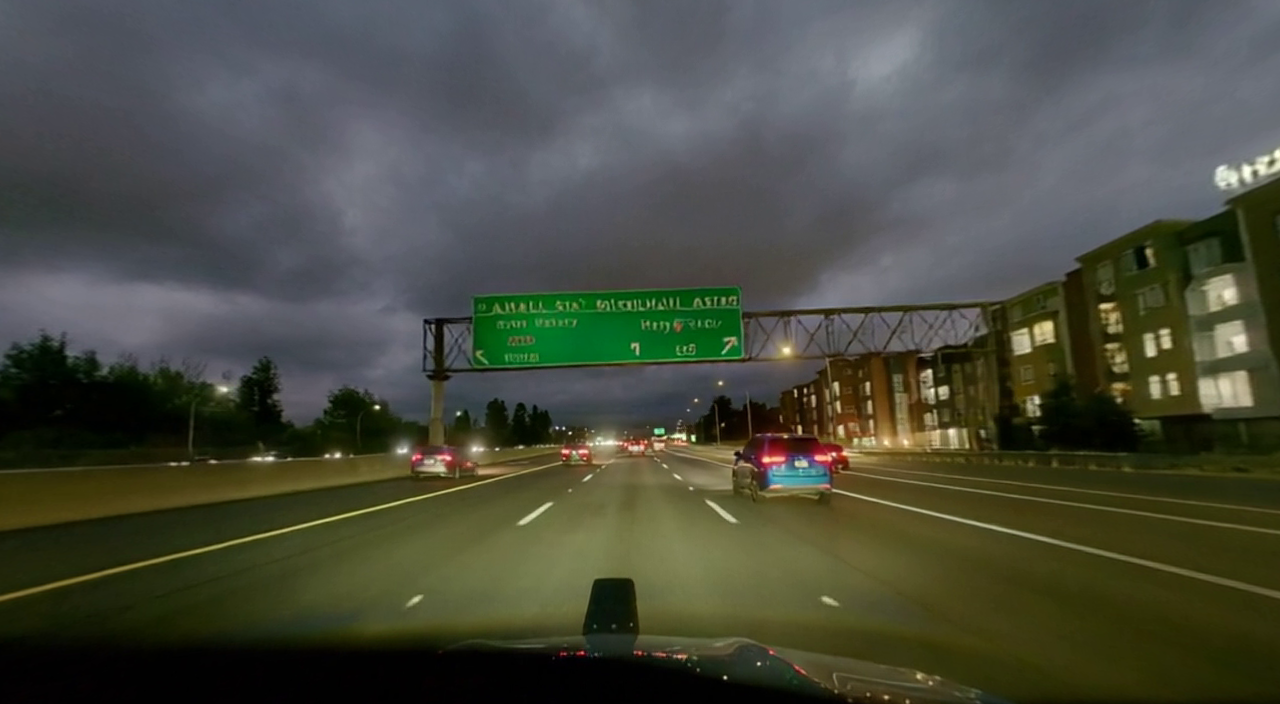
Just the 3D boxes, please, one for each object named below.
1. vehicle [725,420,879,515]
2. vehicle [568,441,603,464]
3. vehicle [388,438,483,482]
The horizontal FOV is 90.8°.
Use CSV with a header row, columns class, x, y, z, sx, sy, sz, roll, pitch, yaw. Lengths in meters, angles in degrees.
class,x,y,z,sx,sy,sz,roll,pitch,yaw
vehicle,3.235,2.421,13.659,2.080,1.694,4.286,0,-9,-1
vehicle,-3.689,6.855,43.313,2.002,1.466,4.378,0,-9,0
vehicle,-7.500,3.999,23.685,2.021,1.496,4.495,0,-9,1
